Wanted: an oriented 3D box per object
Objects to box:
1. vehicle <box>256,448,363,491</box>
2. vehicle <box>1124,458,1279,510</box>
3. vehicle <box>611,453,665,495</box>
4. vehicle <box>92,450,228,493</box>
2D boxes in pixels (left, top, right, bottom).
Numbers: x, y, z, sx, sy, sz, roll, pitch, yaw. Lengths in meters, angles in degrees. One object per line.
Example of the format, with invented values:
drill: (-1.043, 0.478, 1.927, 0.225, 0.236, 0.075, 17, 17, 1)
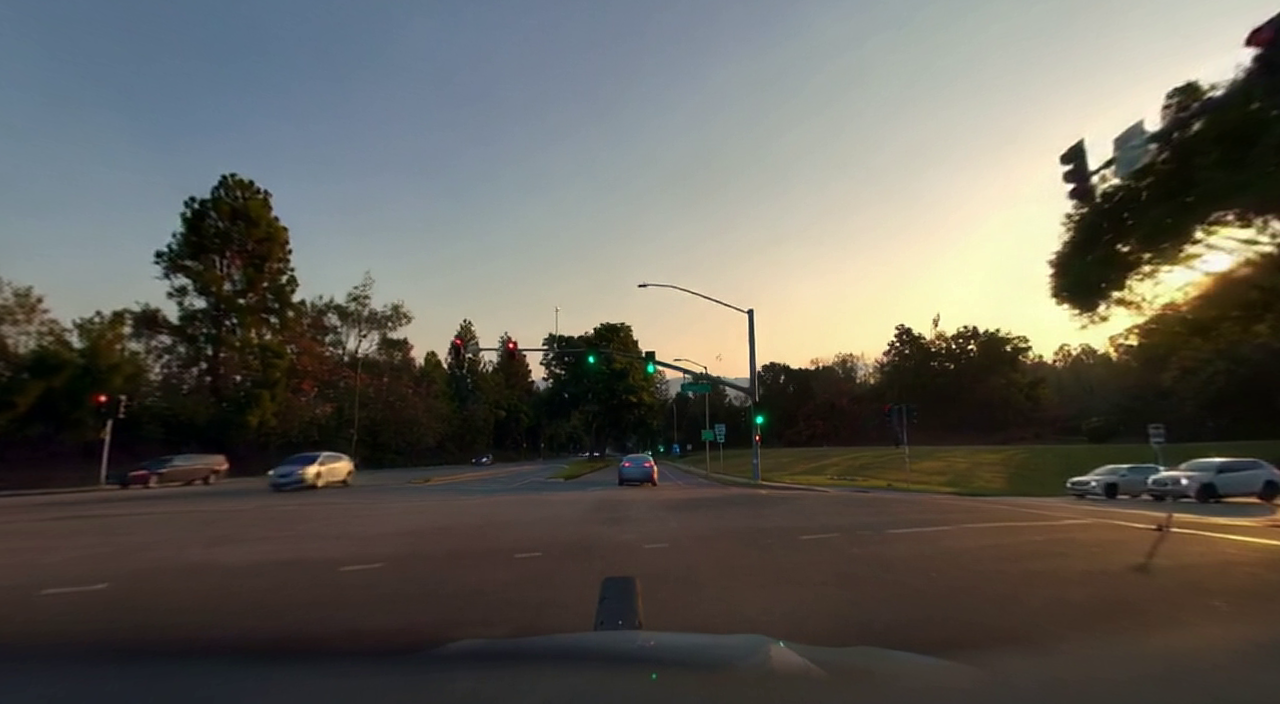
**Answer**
vehicle: (-14.080, 5.009, 27.172, 2.024, 1.663, 4.502, 0, -8, 3)
vehicle: (18.218, 4.121, 19.893, 4.441, 1.466, 1.982, 1, -9, -9)
vehicle: (-0.070, 4.692, 24.522, 1.954, 1.469, 3.465, 0, -8, 0)
vehicle: (-21.746, 5.390, 28.818, 2.189, 1.720, 4.653, -1, -9, 8)
